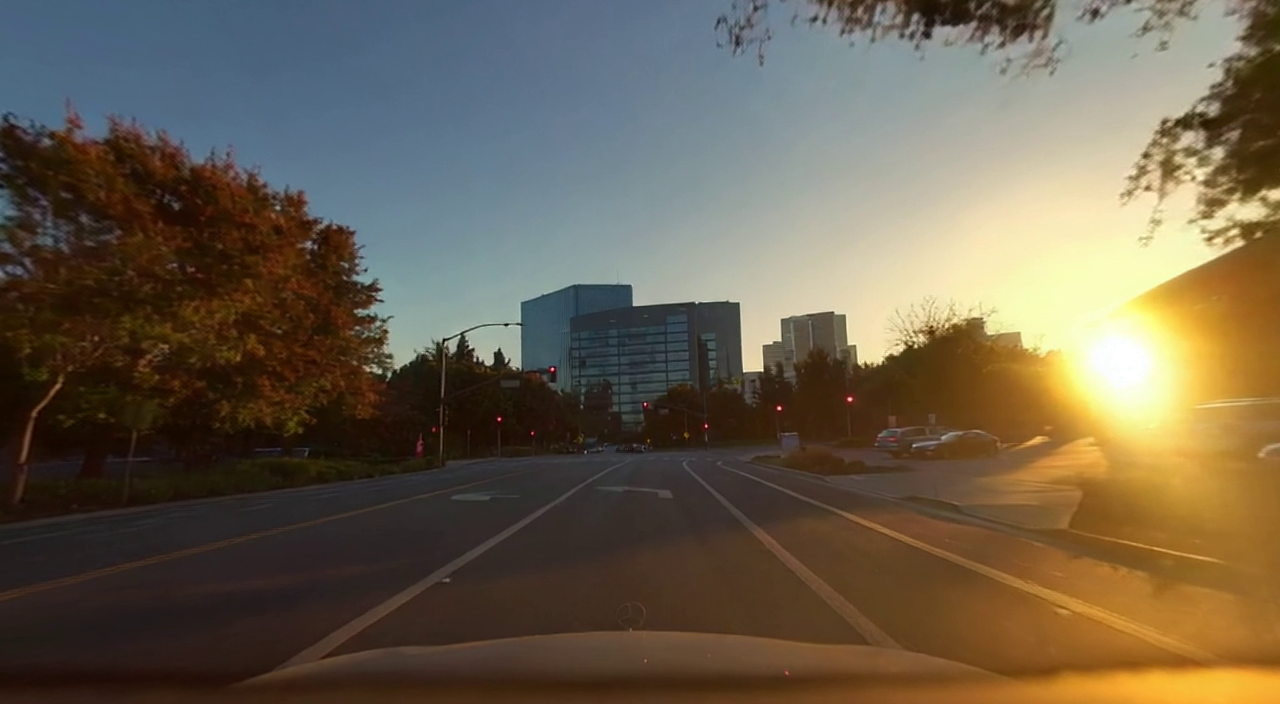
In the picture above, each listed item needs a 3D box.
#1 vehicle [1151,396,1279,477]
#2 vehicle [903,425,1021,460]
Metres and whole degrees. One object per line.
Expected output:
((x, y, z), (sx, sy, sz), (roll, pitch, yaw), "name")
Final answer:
((14.063, 1.834, 13.583), (4.358, 1.625, 1.842), (0, -8, 3), "vehicle")
((14.196, 4.016, 27.956), (4.167, 1.476, 1.871), (0, -8, 0), "vehicle")
